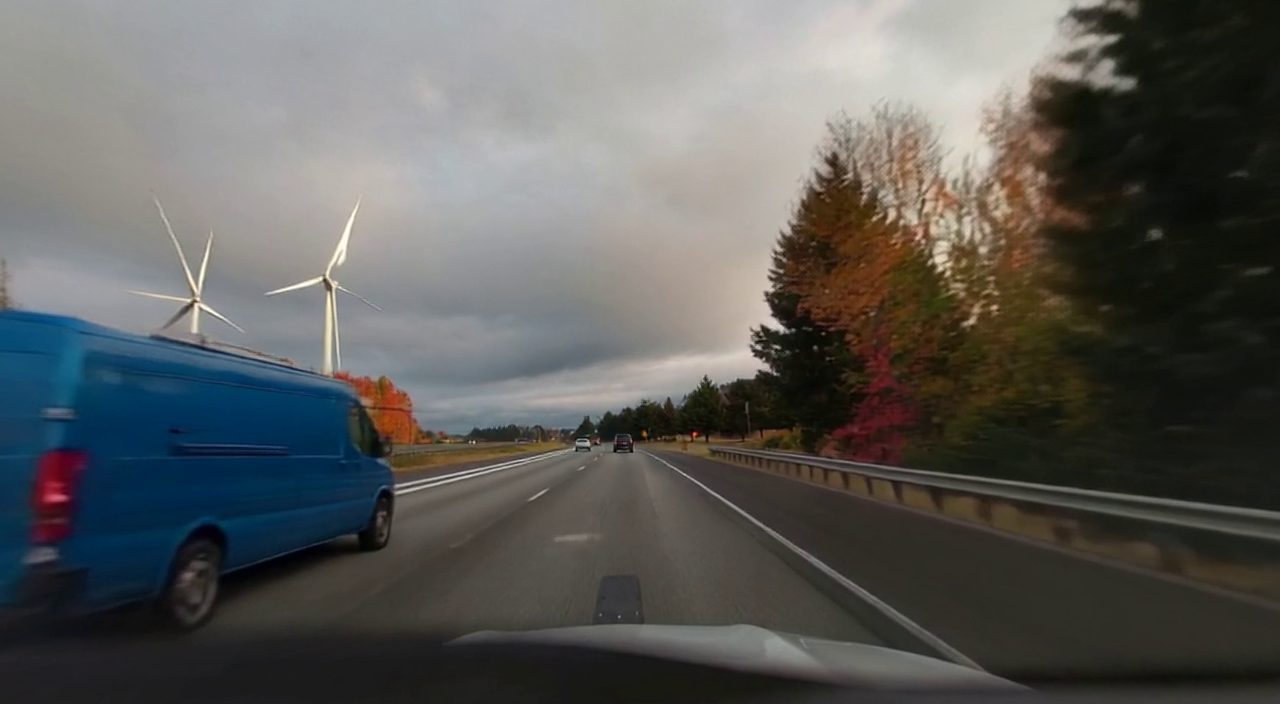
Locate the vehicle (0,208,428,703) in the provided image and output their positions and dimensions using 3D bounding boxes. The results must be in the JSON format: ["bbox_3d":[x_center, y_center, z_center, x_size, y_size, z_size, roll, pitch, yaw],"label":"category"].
[{"bbox_3d":[-3.802,0.838,5.206,2.303,2.323,5.089,0,-8,0],"label":"vehicle"}]
